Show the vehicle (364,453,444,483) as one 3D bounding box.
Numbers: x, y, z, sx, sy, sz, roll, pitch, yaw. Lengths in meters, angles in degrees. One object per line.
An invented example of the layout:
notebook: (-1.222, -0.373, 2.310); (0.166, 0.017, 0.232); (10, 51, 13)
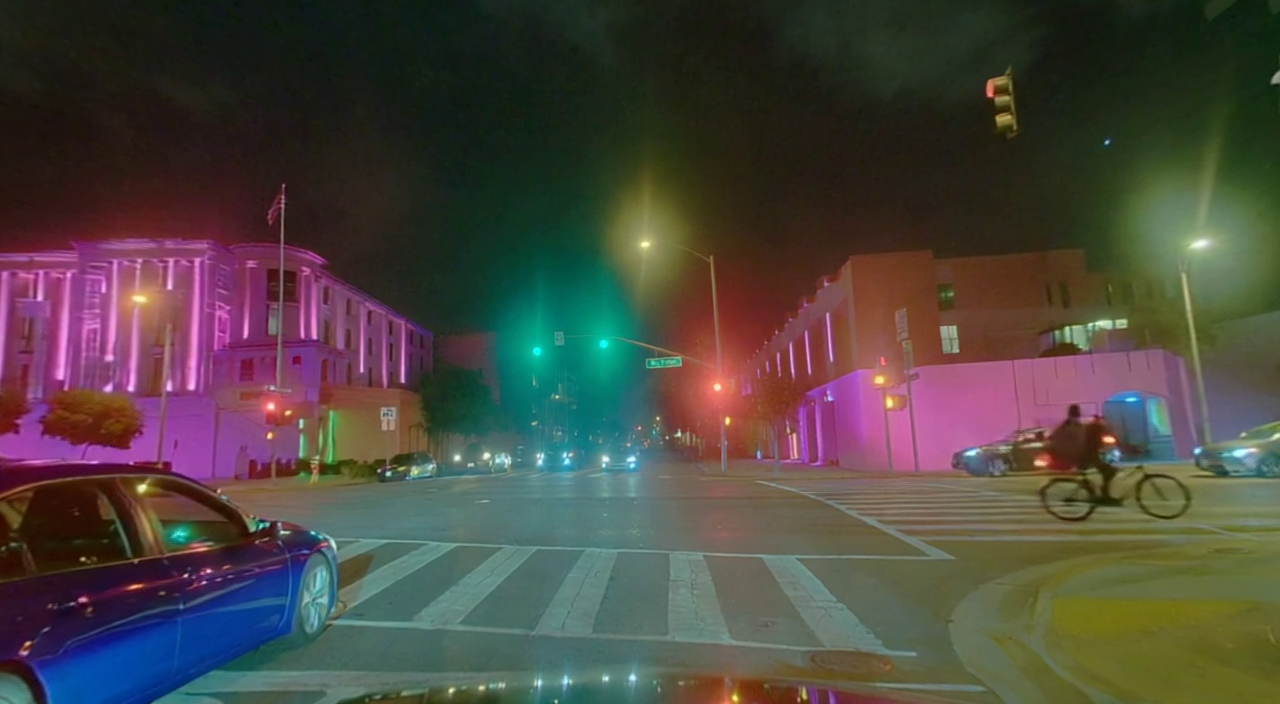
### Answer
vehicle: (-12.567, 6.172, 33.866); (1.976, 1.425, 4.567); (-1, -9, 9)

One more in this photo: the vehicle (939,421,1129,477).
vehicle: (11.583, 2.888, 18.793); (4.355, 1.546, 1.820); (-1, -9, 6)

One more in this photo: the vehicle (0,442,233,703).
vehicle: (-3.705, 0.973, 2.158); (1.759, 1.325, 4.295); (0, -9, 0)

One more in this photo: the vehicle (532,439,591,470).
vehicle: (-4.483, 5.979, 36.859); (1.928, 1.647, 4.575); (-2, -9, 13)

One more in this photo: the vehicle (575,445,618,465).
vehicle: (-2.992, 7.188, 44.137); (1.743, 1.362, 4.350); (-2, -9, 14)

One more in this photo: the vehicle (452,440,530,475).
vehicle: (-8.377, 5.978, 36.046); (2.152, 1.825, 5.406); (-2, -9, 12)
